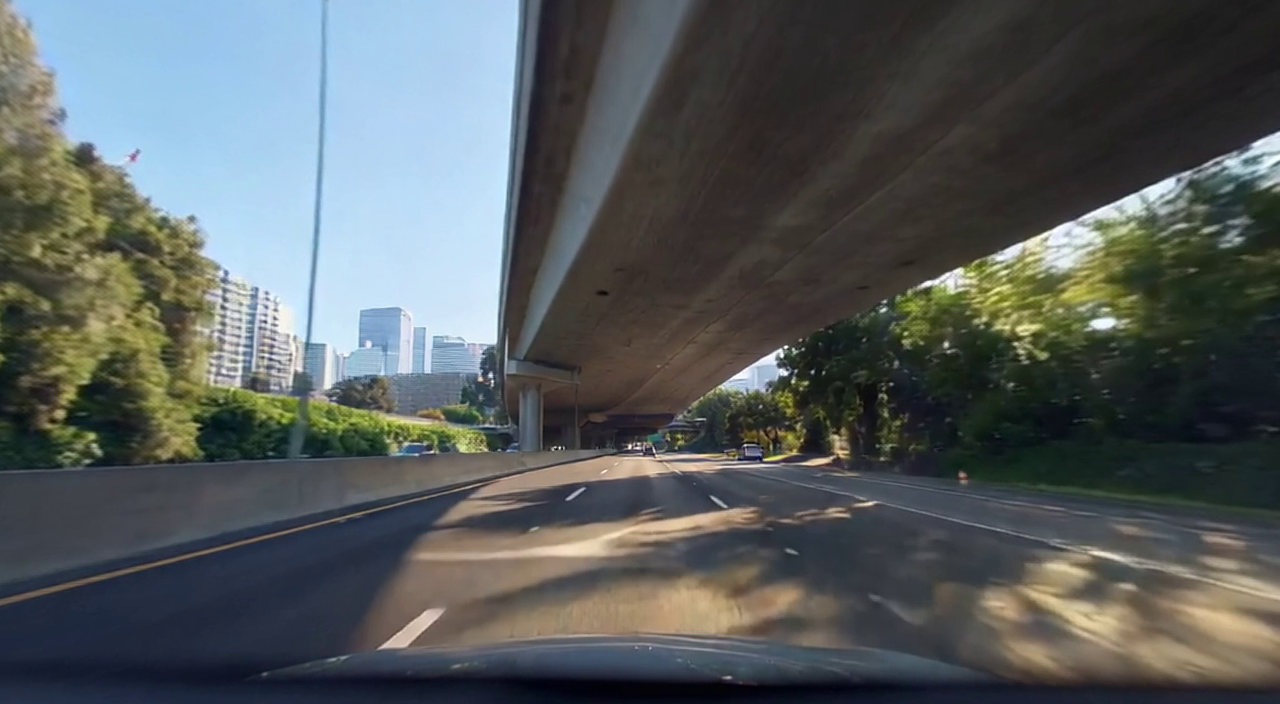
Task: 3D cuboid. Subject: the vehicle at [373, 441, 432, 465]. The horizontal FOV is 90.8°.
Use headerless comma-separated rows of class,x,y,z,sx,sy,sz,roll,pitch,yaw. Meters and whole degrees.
vehicle,-17.751,7.580,47.520,2.472,1.723,5.039,0,-8,0
